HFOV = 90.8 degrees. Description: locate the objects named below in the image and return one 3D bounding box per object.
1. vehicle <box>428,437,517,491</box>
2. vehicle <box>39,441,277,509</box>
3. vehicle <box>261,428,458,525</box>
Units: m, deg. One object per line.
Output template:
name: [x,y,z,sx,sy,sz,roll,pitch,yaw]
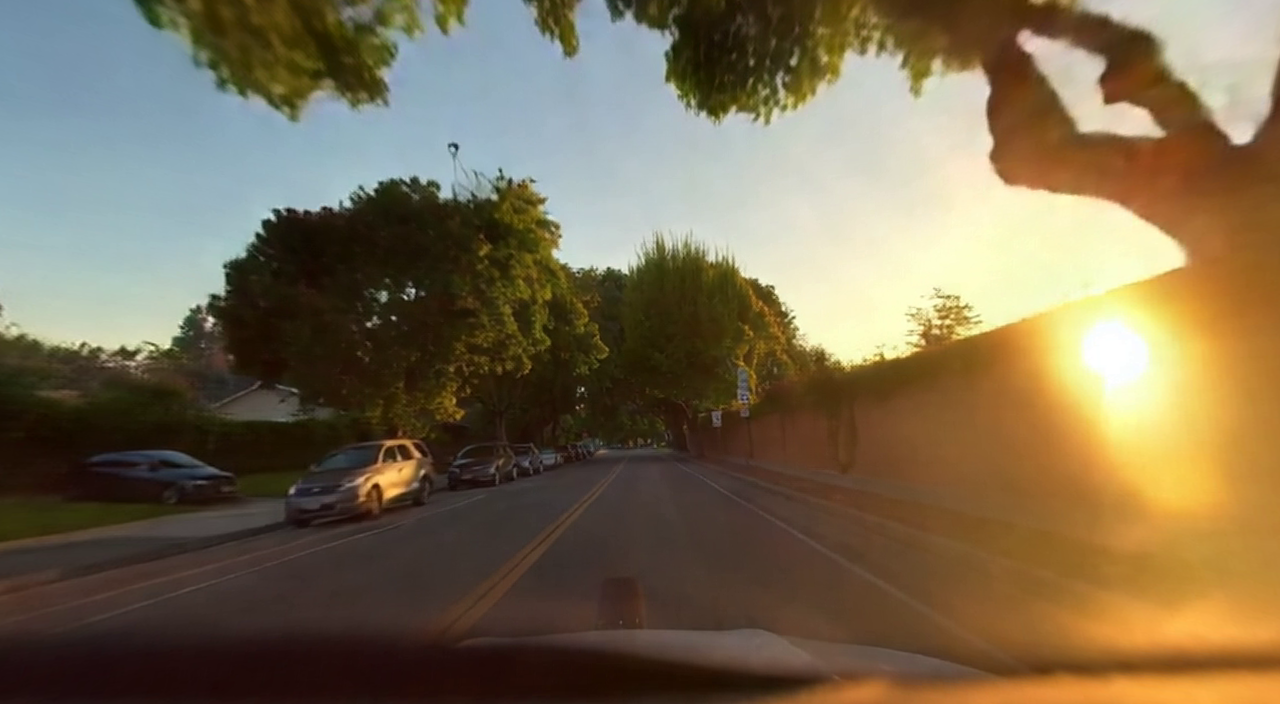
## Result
vehicle: [-6.295,4.212,24.388,2.009,1.820,4.821,1,-8,1]
vehicle: [-13.316,3.393,17.724,4.991,1.692,1.960,1,-8,0]
vehicle: [-6.202,2.764,14.975,2.109,1.847,5.553,0,-7,0]
